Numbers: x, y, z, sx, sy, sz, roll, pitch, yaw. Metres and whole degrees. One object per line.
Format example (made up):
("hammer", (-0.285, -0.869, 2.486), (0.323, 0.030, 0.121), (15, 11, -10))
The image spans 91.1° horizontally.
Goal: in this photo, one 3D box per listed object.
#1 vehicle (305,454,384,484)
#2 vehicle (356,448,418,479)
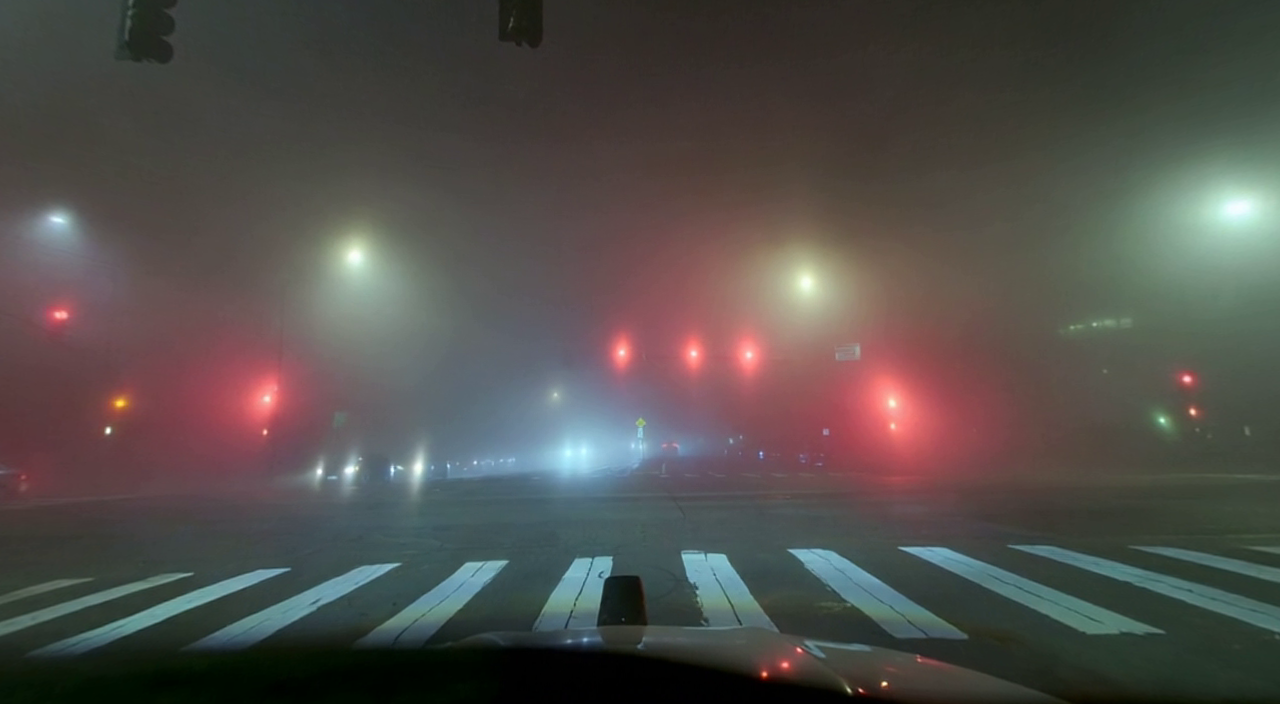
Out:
("vehicle", (-16.090, 6.375, 34.503), (2.055, 1.506, 4.663), (0, -9, 0))
("vehicle", (-16.180, 7.108, 40.447), (1.960, 1.819, 5.018), (0, -9, -1))
